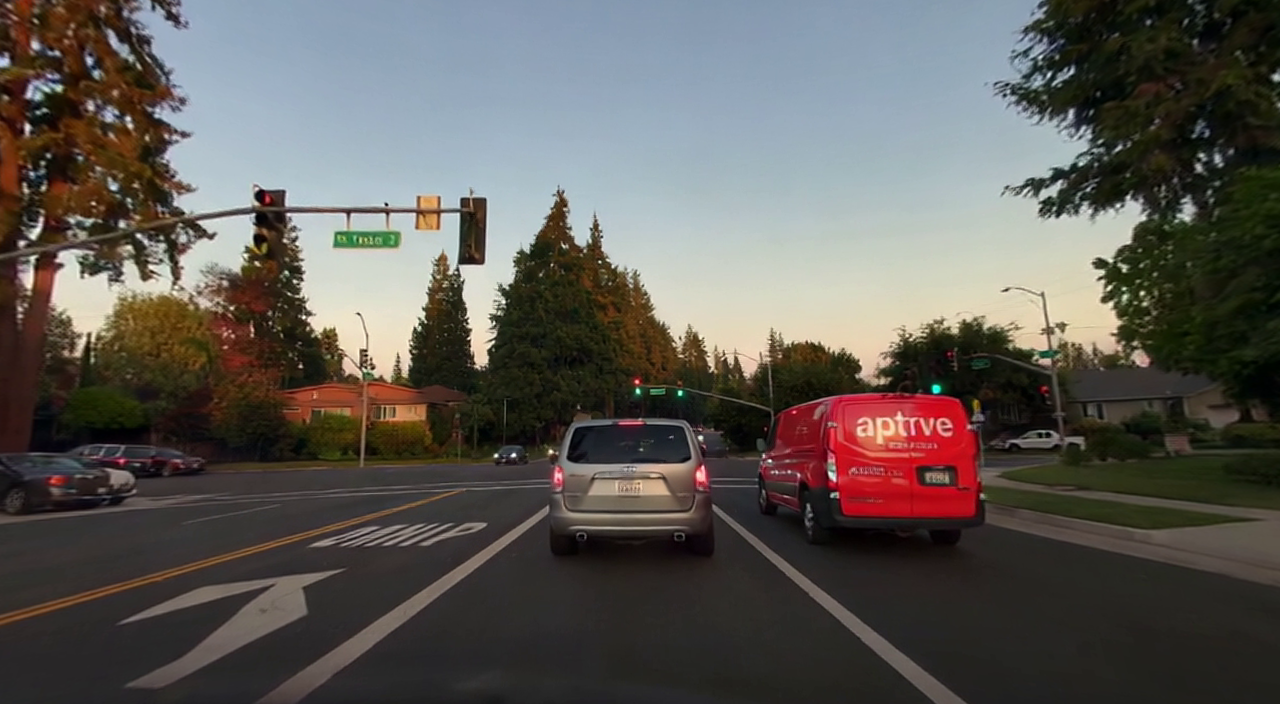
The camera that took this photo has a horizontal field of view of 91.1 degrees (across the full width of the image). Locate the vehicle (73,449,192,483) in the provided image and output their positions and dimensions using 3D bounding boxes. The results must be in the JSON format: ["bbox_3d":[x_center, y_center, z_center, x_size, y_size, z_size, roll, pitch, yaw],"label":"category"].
[{"bbox_3d":[-25.253,5.678,31.379,4.073,1.603,1.920,1,-9,-9],"label":"vehicle"}]

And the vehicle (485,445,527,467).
[{"bbox_3d":[-9.765,7.592,46.020,1.881,1.515,4.262,-1,-8,3],"label":"vehicle"}]

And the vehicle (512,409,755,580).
[{"bbox_3d":[-0.052,1.688,8.262,2.321,1.624,4.367,0,-8,0],"label":"vehicle"}]

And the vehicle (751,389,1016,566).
[{"bbox_3d":[3.045,1.683,9.067,2.059,1.924,4.257,0,-8,0],"label":"vehicle"}]
